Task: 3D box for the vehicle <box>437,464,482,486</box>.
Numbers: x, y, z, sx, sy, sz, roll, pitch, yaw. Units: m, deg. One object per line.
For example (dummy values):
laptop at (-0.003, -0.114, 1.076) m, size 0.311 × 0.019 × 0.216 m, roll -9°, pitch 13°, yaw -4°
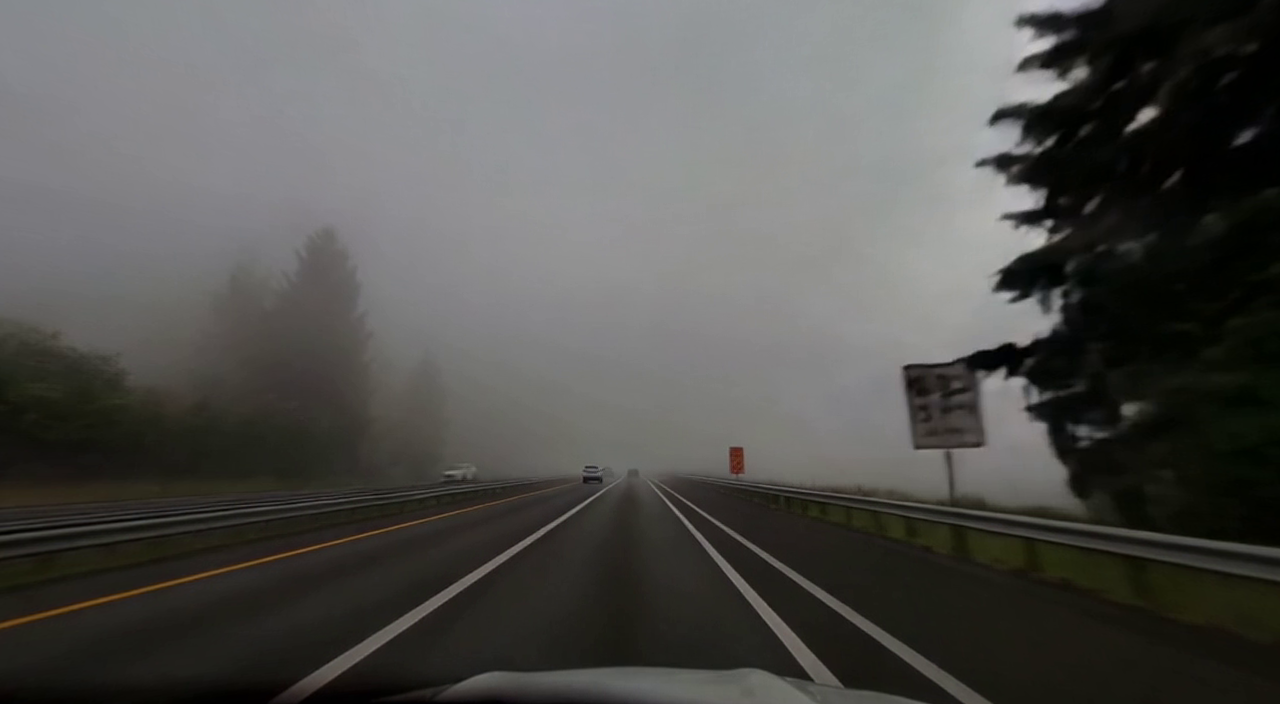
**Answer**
vehicle at (-13.218, 9.065, 46.491) m, size 1.983 × 1.520 × 4.466 m, roll 1°, pitch -11°, yaw 0°
